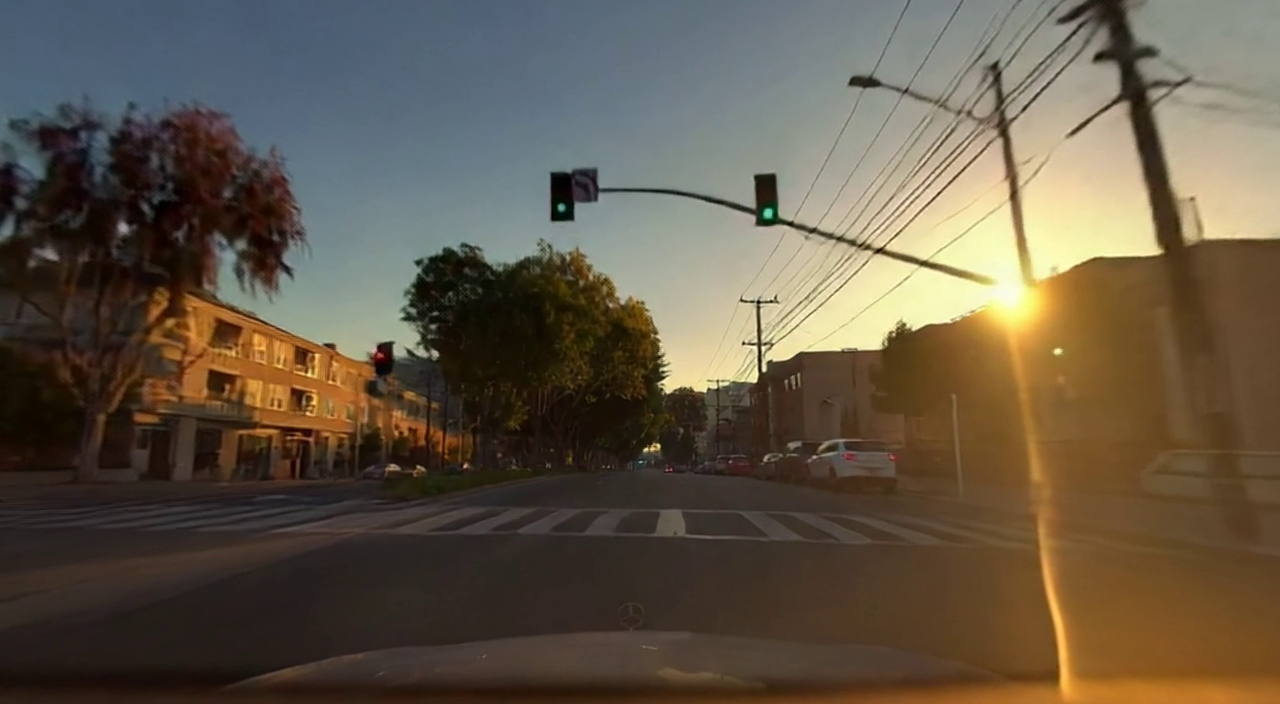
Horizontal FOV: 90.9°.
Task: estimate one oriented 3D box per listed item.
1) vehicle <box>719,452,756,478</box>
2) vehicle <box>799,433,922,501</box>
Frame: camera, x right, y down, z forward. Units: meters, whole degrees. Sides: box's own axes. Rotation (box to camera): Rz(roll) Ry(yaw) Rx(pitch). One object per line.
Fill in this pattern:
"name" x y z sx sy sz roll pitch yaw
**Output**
"vehicle" 7.210 8.403 47.125 1.998 1.819 4.621 0 -8 0
"vehicle" 6.860 3.613 20.336 2.148 1.904 4.910 0 -8 0
